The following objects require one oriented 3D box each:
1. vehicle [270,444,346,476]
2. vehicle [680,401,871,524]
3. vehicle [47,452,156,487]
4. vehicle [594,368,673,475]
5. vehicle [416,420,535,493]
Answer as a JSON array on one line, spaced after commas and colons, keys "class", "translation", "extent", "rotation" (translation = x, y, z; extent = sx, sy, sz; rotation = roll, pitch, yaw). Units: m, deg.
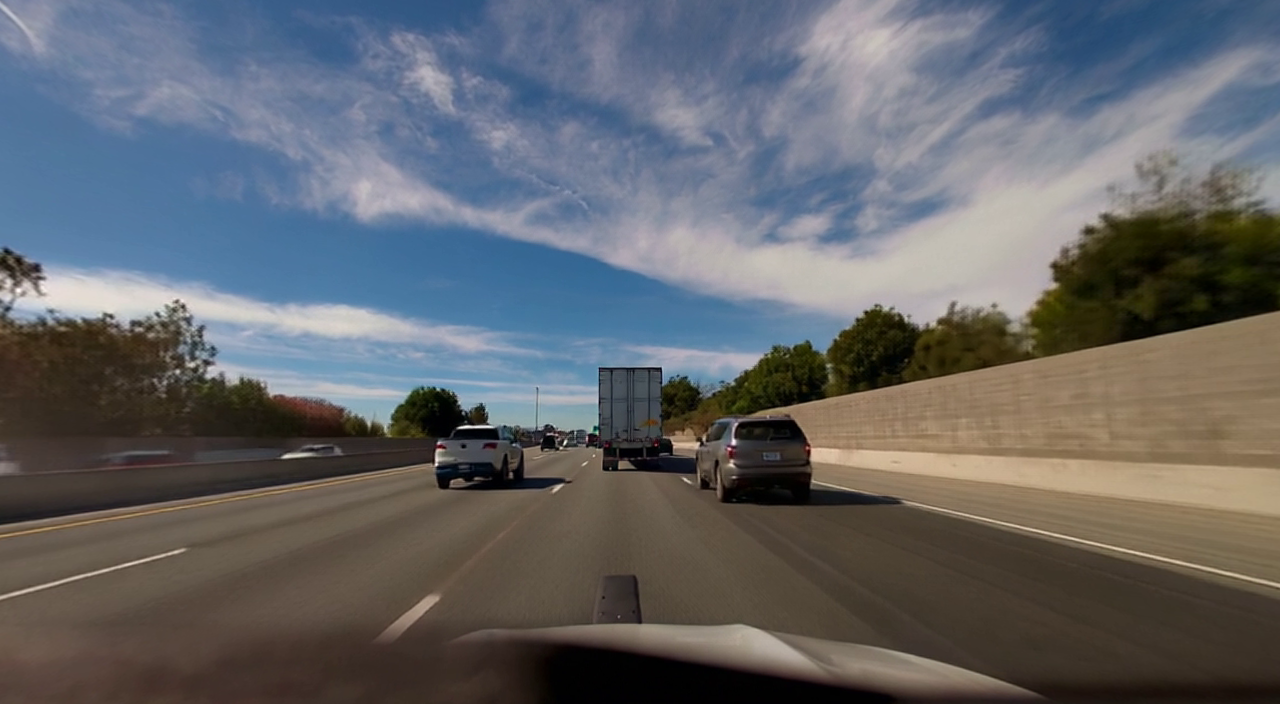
[{"class": "vehicle", "translation": [-16.665, 5.422, 31.795], "extent": [1.791, 1.467, 3.923], "rotation": [0, -8, -2]}, {"class": "vehicle", "translation": [2.216, 1.992, 11.965], "extent": [2.118, 1.832, 4.901], "rotation": [1, -8, -5]}, {"class": "vehicle", "translation": [-28.092, 6.132, 33.015], "extent": [1.863, 1.577, 4.445], "rotation": [0, -8, -1]}, {"class": "vehicle", "translation": [-0.566, 3.264, 28.452], "extent": [2.904, 3.915, 10.473], "rotation": [0, -8, -4]}, {"class": "vehicle", "translation": [-4.343, 2.833, 17.437], "extent": [2.134, 1.752, 4.375], "rotation": [0, -8, 0]}]
